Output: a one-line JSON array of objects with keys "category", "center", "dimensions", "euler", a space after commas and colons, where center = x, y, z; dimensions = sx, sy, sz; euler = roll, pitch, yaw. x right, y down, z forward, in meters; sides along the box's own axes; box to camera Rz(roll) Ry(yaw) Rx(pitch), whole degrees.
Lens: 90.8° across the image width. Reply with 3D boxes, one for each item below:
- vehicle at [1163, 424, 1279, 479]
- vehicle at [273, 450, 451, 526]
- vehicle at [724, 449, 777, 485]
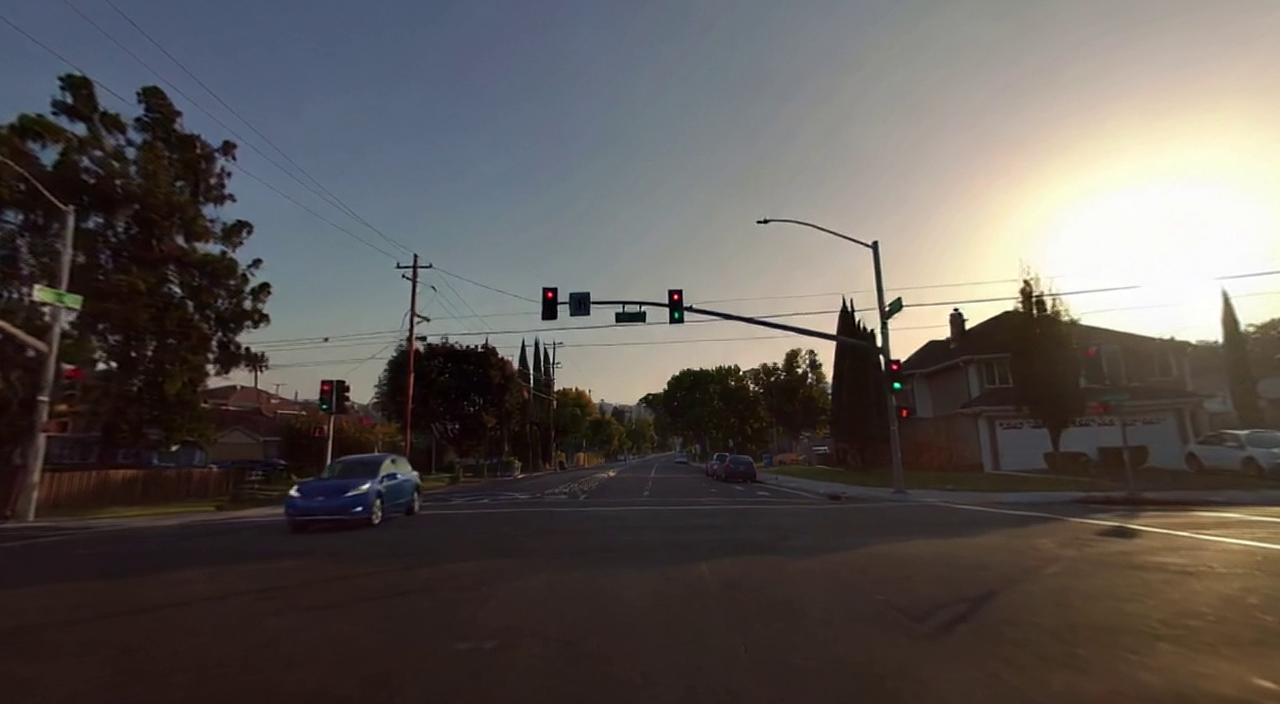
[{"category": "vehicle", "center": [22.620, 3.691, 23.624], "dimensions": [1.964, 1.858, 4.881], "euler": [0, -8, 2]}, {"category": "vehicle", "center": [-6.846, 3.377, 16.380], "dimensions": [2.270, 1.605, 4.958], "euler": [0, -8, 1]}, {"category": "vehicle", "center": [5.487, 5.746, 31.922], "dimensions": [1.891, 1.611, 4.269], "euler": [0, -8, 0]}]
